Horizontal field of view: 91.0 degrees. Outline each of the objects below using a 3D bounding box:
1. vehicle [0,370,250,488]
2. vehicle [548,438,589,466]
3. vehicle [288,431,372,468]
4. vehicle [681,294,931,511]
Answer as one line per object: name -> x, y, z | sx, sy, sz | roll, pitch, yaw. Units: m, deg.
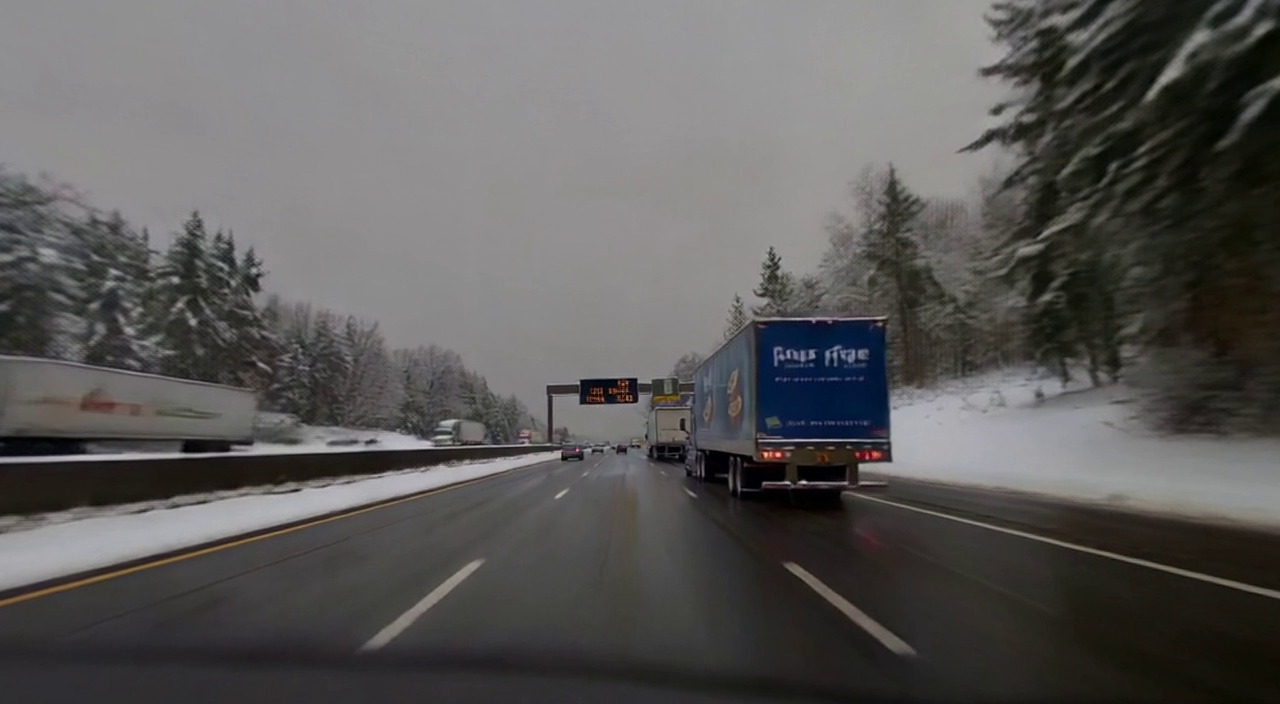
vehicle -> -20.386, 3.017, 23.697 | 2.782, 3.431, 14.254 | 0, -8, -2
vehicle -> -4.500, 6.313, 39.997 | 2.206, 1.644, 4.027 | 0, -8, -1
vehicle -> -13.582, 4.297, 27.839 | 1.813, 1.506, 3.845 | 0, -8, -1
vehicle -> 3.475, 1.861, 18.437 | 3.116, 3.992, 13.748 | 0, -8, -2
